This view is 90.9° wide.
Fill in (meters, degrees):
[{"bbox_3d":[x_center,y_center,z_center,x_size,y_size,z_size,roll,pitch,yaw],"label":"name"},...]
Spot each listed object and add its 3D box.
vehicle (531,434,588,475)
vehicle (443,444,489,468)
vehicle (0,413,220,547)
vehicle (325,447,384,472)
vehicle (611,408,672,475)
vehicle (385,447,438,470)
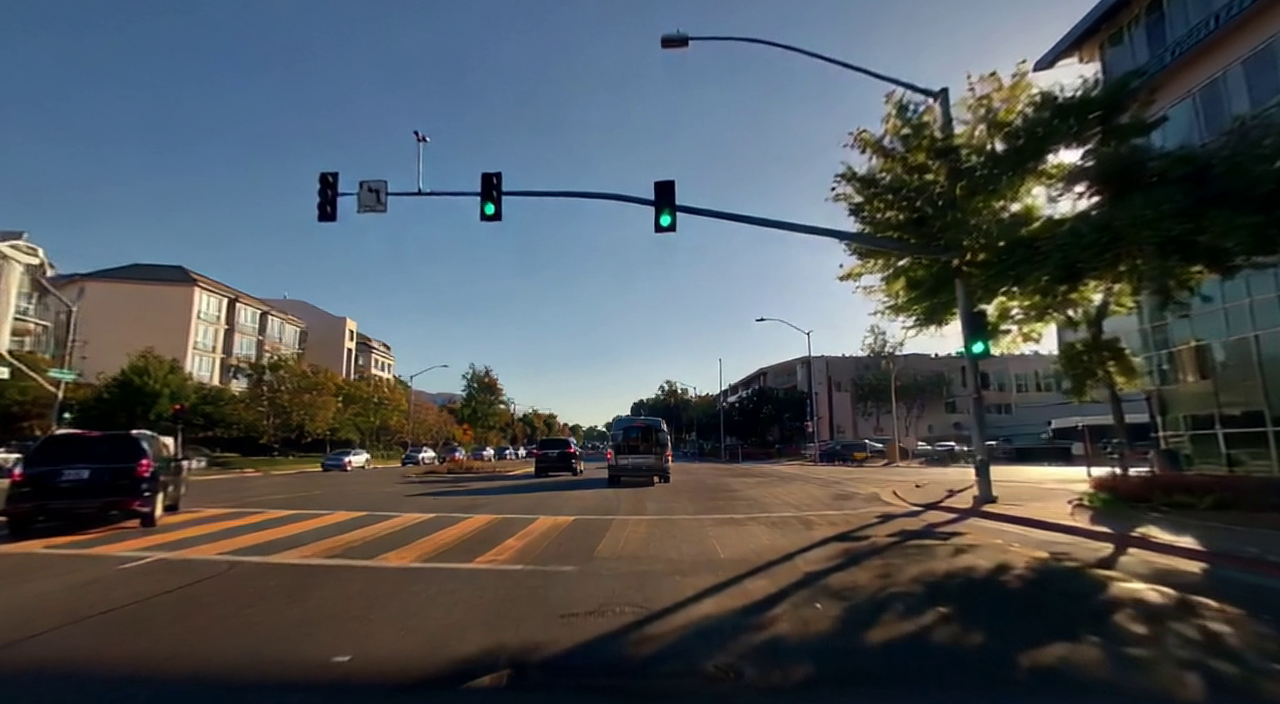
[{"bbox_3d":[-3.856,5.000,31.114,2.184,1.830,4.890,0,-8,0],"label":"vehicle"},{"bbox_3d":[-13.046,7.798,47.512,1.960,1.627,4.784,0,-8,1],"label":"vehicle"},{"bbox_3d":[-9.055,2.035,10.742,2.021,1.798,4.346,3,-8,-19],"label":"vehicle"},{"bbox_3d":[-22.197,8.323,49.268,2.017,1.785,5.092,-1,-8,3],"label":"vehicle"},{"bbox_3d":[-0.084,4.919,34.797,2.843,3.120,10.422,0,-8,-2],"label":"vehicle"},{"bbox_3d":[-16.373,7.634,45.405,2.022,1.442,4.853,-4,-8,1],"label":"vehicle"}]
